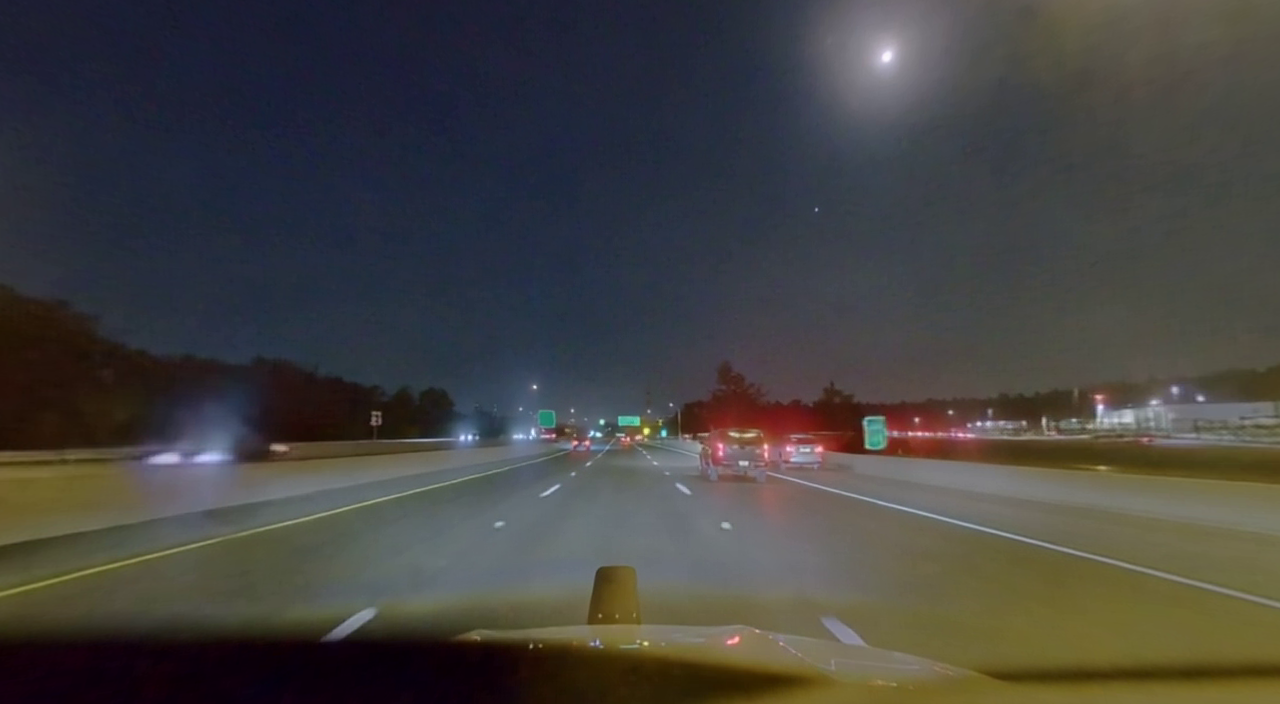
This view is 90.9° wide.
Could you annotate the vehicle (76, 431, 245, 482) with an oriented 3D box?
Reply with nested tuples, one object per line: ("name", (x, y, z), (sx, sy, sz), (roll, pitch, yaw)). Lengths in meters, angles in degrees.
("vehicle", (-16.160, 3.529, 21.672), (2.069, 1.524, 4.862), (0, -8, -1))

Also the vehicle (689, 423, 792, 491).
("vehicle", (2.639, 2.876, 17.606), (2.022, 1.637, 4.229), (0, -8, -2))
